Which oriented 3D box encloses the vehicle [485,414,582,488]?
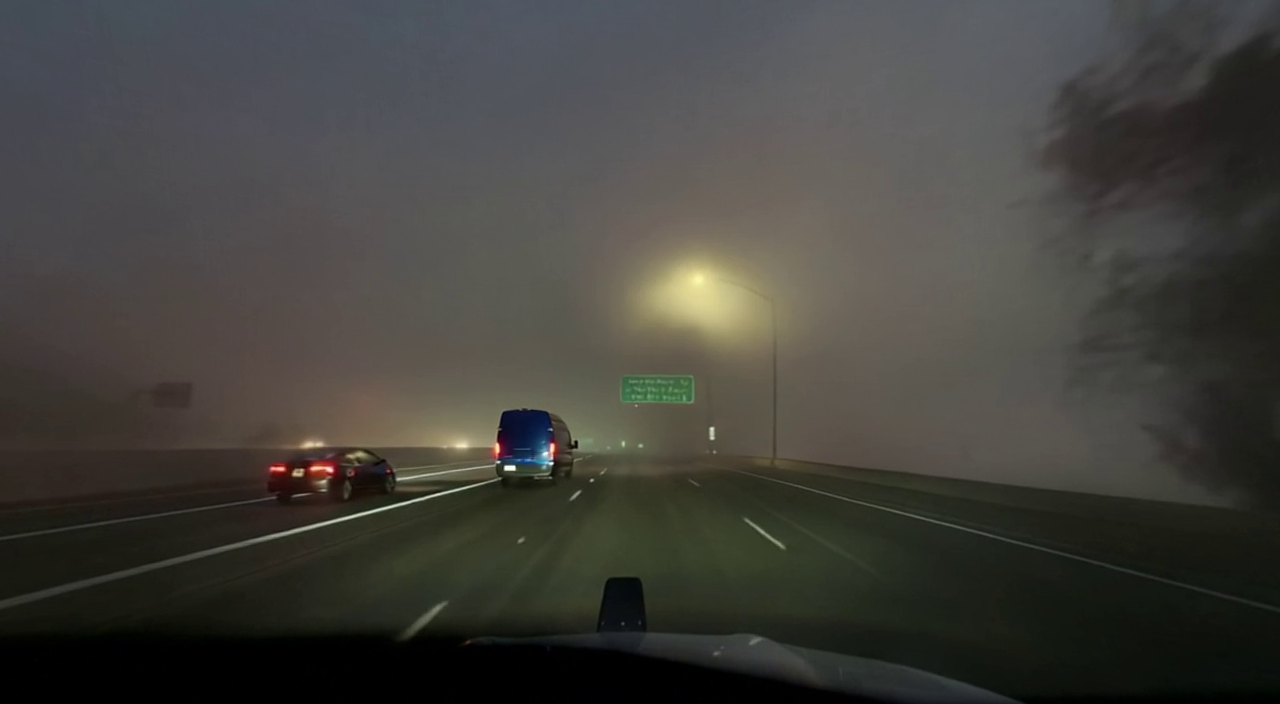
[{"bbox_3d":[-3.536,3.444,22.062,2.372,2.248,5.393,0,-9,1],"label":"vehicle"}]

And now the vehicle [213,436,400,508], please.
[{"bbox_3d":[-7.958,2.880,15.661,1.987,1.490,4.781,0,-8,1],"label":"vehicle"}]
